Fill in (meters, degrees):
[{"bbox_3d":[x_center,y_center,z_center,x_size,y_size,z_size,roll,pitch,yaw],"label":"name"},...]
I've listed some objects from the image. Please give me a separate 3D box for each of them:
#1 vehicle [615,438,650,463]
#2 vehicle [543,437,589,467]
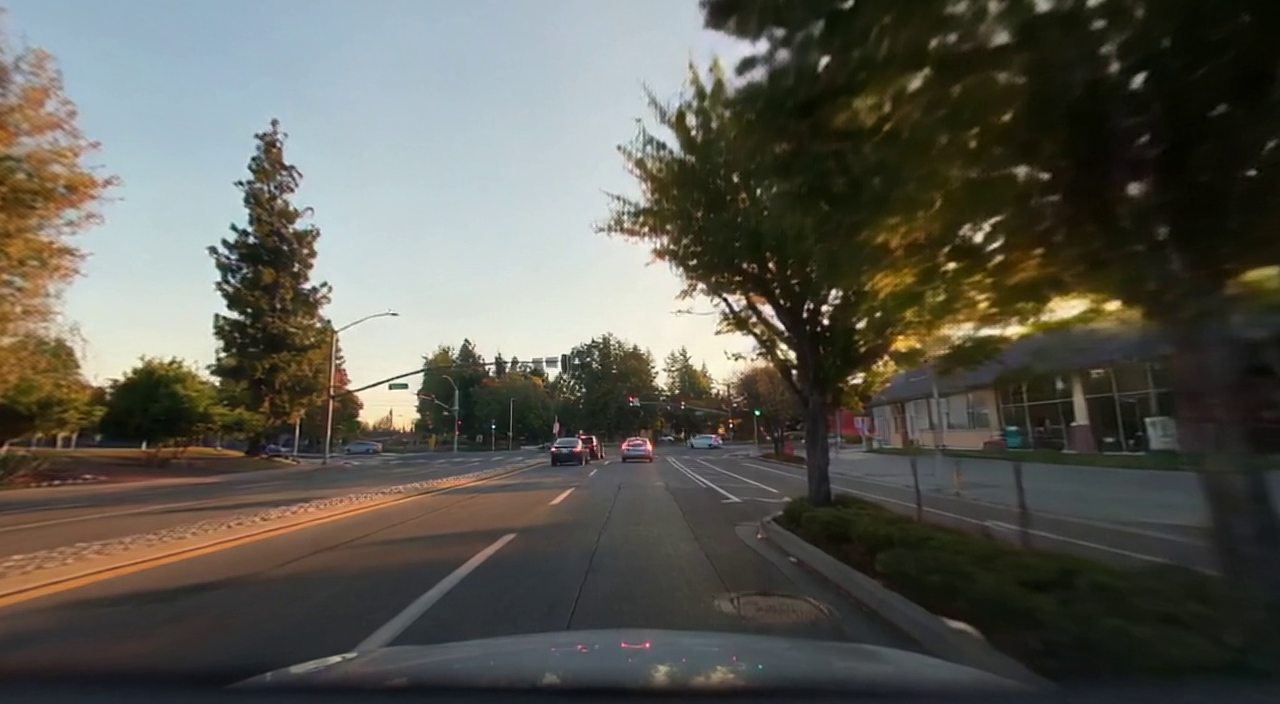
[{"bbox_3d":[-0.484,6.112,39.278,2.066,1.482,3.923,0,-8,-1],"label":"vehicle"},{"bbox_3d":[-3.899,5.386,34.060,1.942,1.497,4.561,0,-8,0],"label":"vehicle"}]
